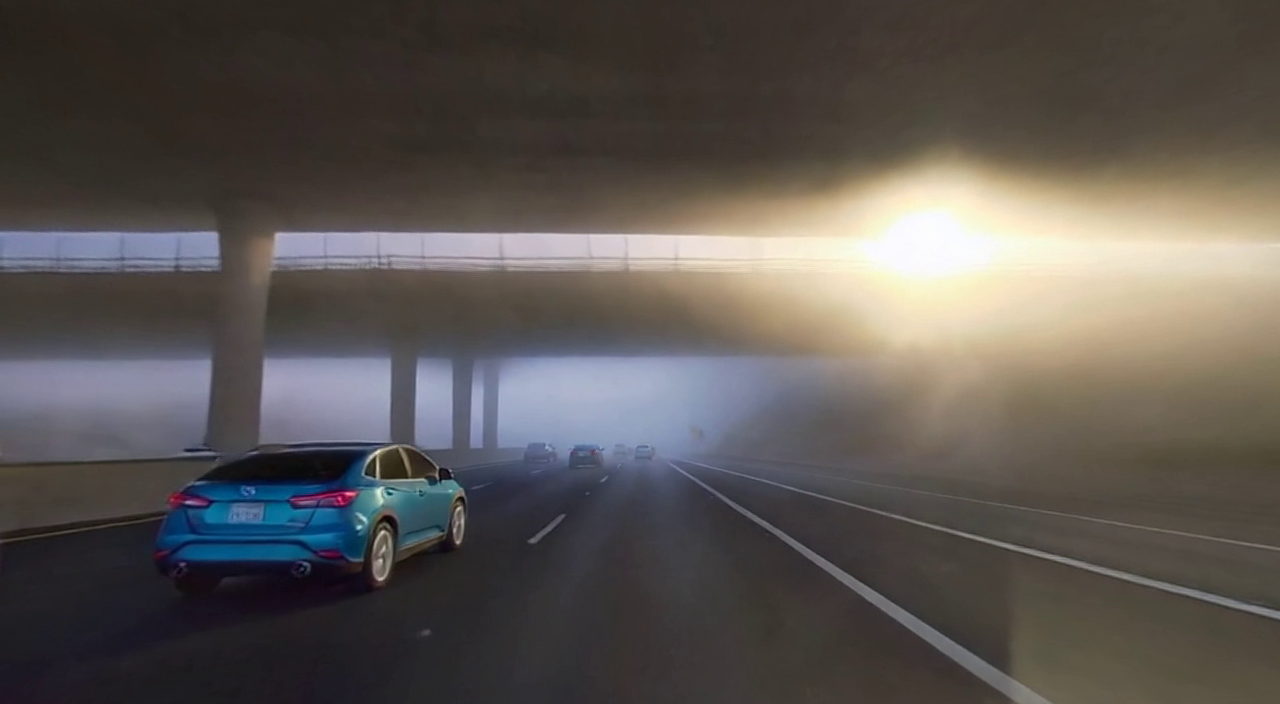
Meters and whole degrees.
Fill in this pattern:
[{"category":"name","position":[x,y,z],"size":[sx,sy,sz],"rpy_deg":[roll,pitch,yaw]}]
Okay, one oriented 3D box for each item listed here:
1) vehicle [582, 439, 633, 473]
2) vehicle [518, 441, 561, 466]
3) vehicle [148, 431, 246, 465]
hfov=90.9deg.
[{"category":"vehicle","position":[-1.613,5.450,33.281],"size":[2.210,1.628,4.586],"rpy_deg":[-1,-8,3]},{"category":"vehicle","position":[-6.625,6.771,42.184],"size":[2.069,1.551,4.830],"rpy_deg":[0,-8,1]},{"category":"vehicle","position":[-24.147,5.251,34.639],"size":[1.899,1.729,4.753],"rpy_deg":[0,-8,0]}]
